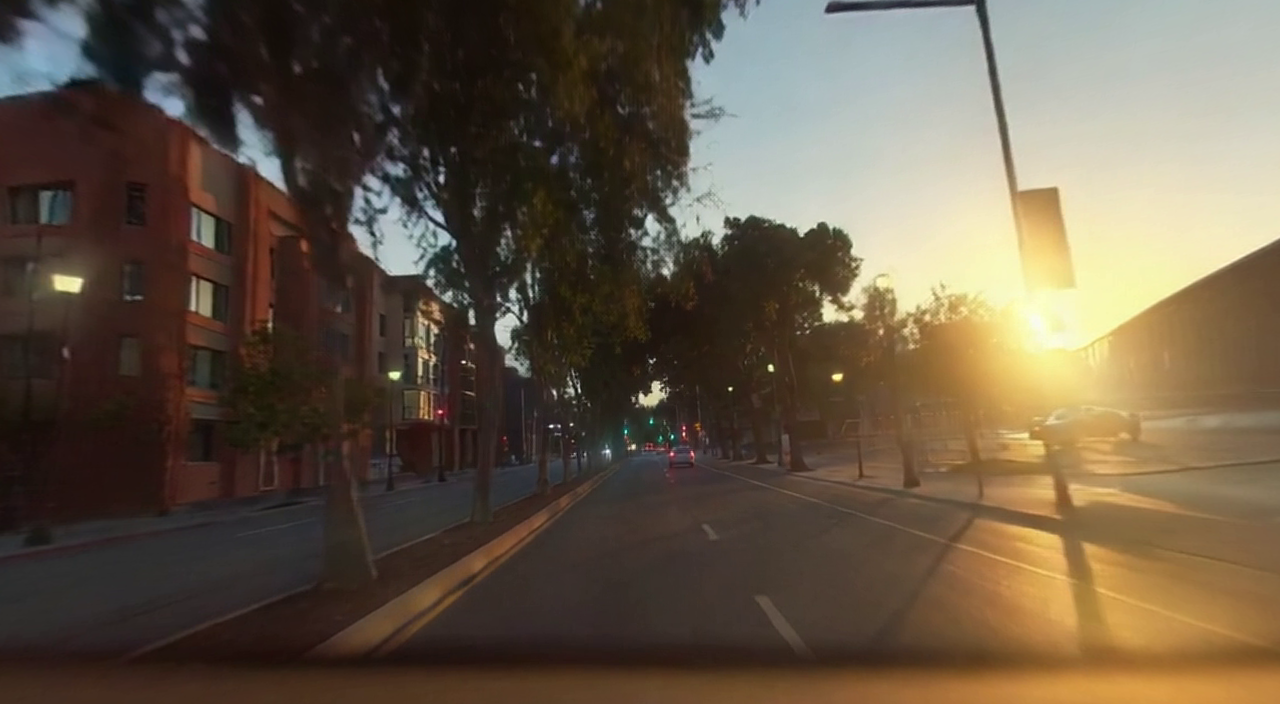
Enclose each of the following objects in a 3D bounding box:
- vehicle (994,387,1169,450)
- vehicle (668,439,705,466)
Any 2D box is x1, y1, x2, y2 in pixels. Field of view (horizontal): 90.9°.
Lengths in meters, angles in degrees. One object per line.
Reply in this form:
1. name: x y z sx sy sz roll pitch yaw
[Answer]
1. vehicle: 18.279 2.741 26.353 5.640 2.310 2.101 2 -5 5
2. vehicle: 3.120 6.849 43.120 2.129 1.719 4.205 0 -9 0
